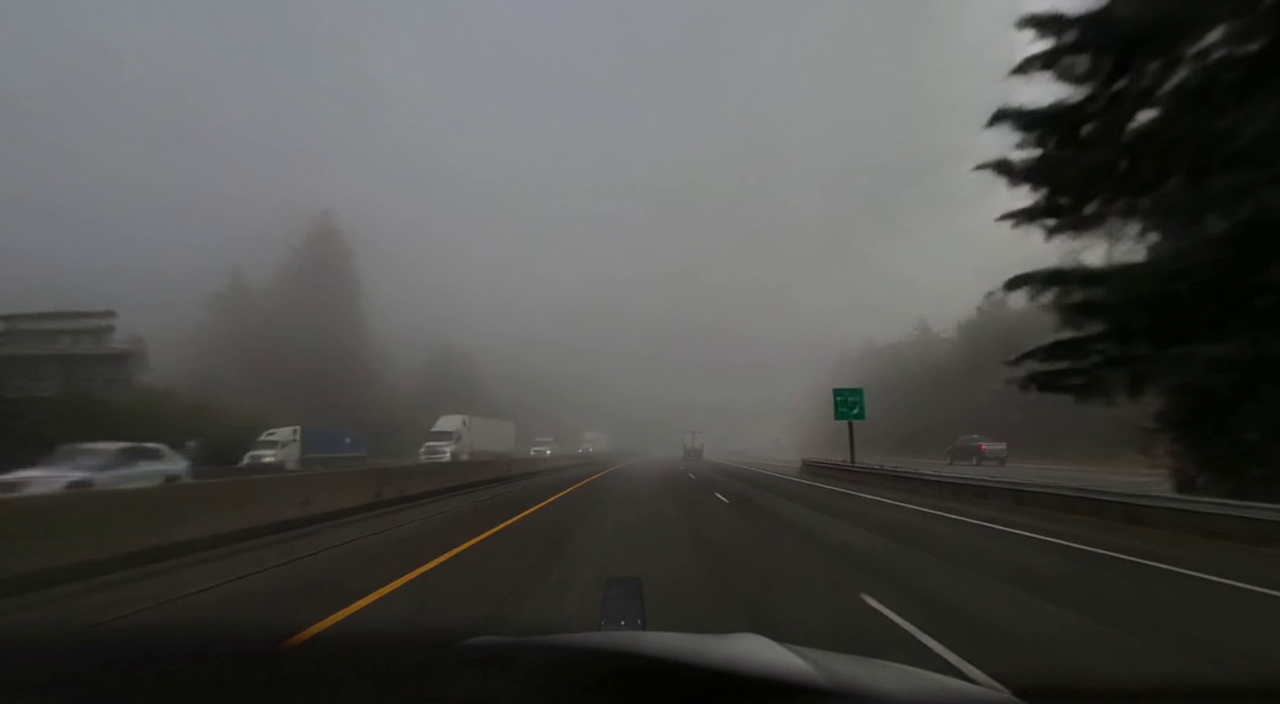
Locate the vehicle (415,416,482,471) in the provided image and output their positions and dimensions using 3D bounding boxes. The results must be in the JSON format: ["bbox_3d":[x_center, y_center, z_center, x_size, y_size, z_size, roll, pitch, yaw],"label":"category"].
[{"bbox_3d":[-14.760,7.138,49.063,3.020,3.974,5.799,-1,-9,4],"label":"vehicle"}]

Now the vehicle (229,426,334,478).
[{"bbox_3d":[-28.047,7.802,49.887,2.913,3.636,8.816,-2,-8,2],"label":"vehicle"}]

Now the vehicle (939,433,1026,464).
[{"bbox_3d":[21.043,5.995,38.969,2.061,1.776,4.476,2,-9,-15],"label":"vehicle"}]
